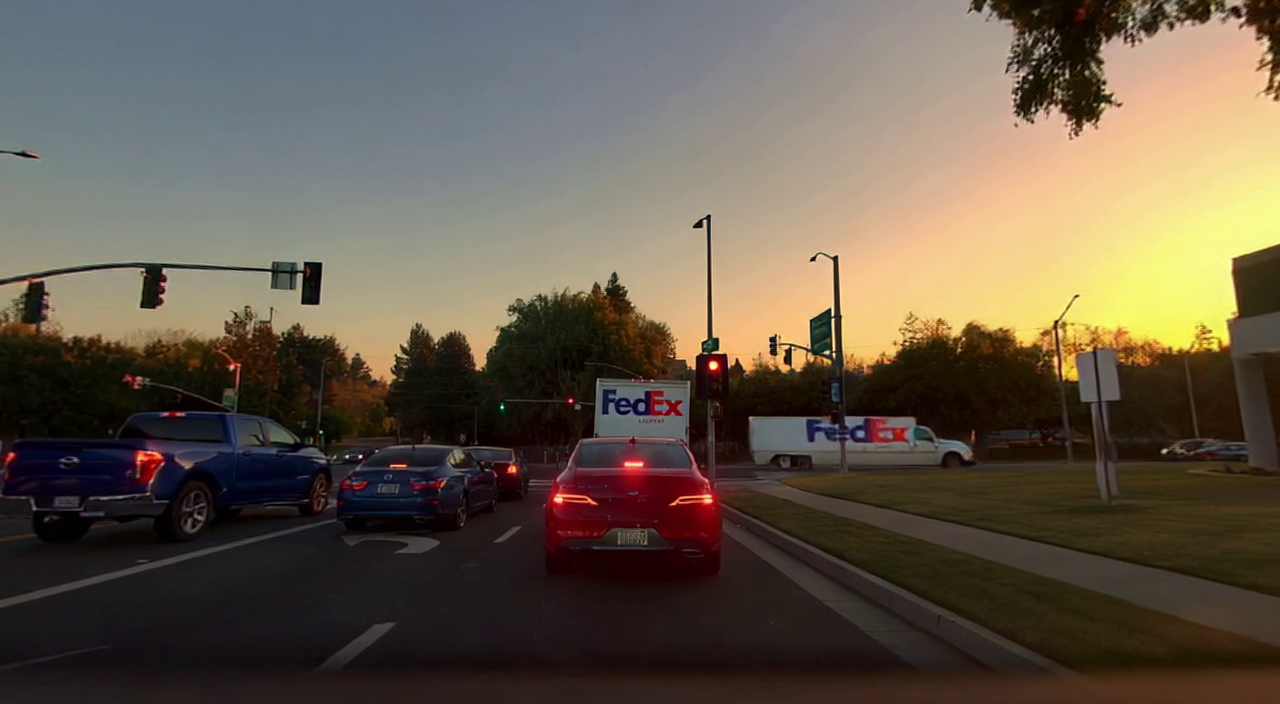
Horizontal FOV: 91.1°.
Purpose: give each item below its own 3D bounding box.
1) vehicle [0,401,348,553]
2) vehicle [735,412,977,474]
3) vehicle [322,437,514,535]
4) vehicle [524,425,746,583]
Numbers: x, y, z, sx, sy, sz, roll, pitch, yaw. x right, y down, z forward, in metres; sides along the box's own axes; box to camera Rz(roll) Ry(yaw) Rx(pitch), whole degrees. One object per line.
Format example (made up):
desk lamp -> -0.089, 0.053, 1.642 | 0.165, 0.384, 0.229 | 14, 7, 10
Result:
vehicle -> -7.299, 1.983, 10.713 | 2.125, 1.893, 5.498 | 0, -9, -2
vehicle -> 12.225, 5.327, 36.877 | 12.889, 3.380, 3.345 | -1, -9, 5
vehicle -> -3.877, 2.402, 11.930 | 1.949, 1.487, 4.390 | 0, -9, 1
vehicle -> -0.042, 1.795, 8.283 | 2.145, 1.513, 4.269 | 0, -9, 0
